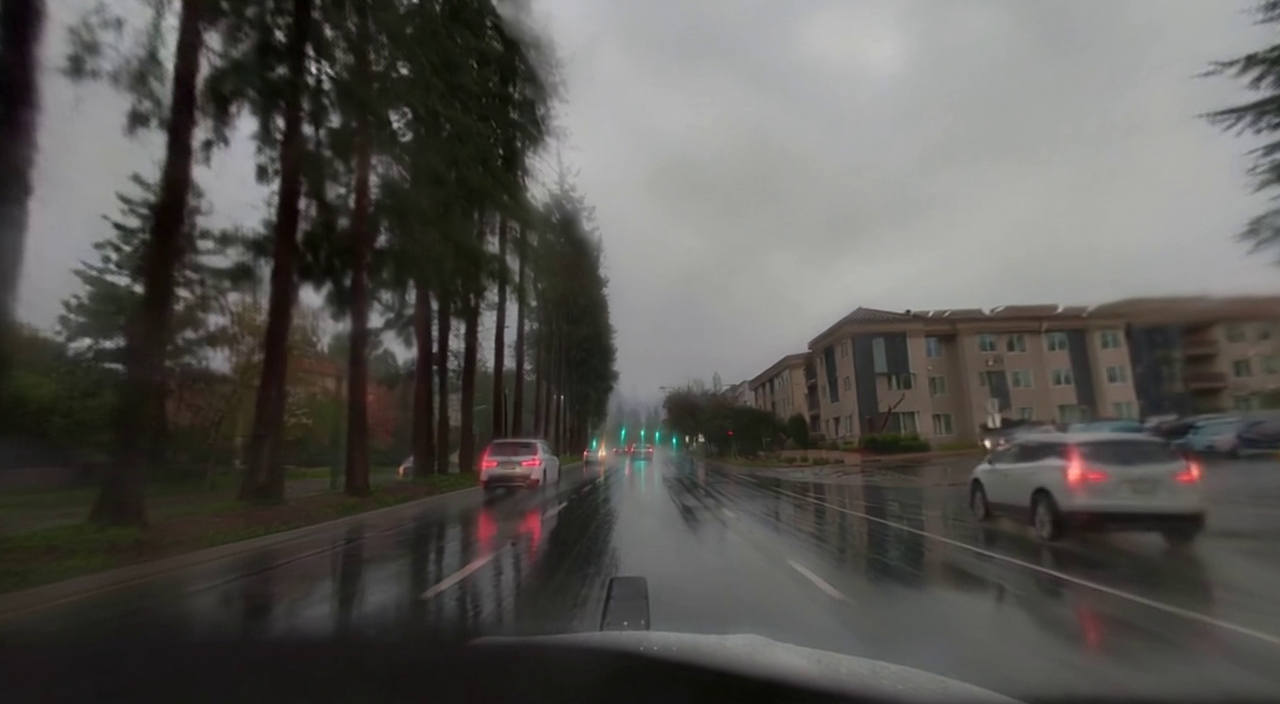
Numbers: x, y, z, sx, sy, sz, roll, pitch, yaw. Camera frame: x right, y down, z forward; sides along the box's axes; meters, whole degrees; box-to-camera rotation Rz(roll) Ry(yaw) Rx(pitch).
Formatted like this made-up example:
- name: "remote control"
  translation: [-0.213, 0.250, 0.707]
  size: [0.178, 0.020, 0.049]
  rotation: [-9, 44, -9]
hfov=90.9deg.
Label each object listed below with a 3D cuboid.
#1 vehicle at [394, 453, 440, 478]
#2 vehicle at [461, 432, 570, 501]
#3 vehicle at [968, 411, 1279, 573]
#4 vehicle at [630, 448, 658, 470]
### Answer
- name: "vehicle"
  translation: [-17.147, 8.713, 48.594]
  size: [1.899, 1.790, 4.340]
  rotation: [0, -9, 0]
- name: "vehicle"
  translation: [-3.636, 3.462, 19.472]
  size: [2.216, 1.828, 4.886]
  rotation: [0, -9, 2]
- name: "vehicle"
  translation: [6.073, 1.735, 8.604]
  size: [1.969, 1.593, 4.293]
  rotation: [-3, -9, 17]
- name: "vehicle"
  translation: [0.337, 7.798, 46.192]
  size: [1.940, 1.501, 4.133]
  rotation: [0, -9, 1]
